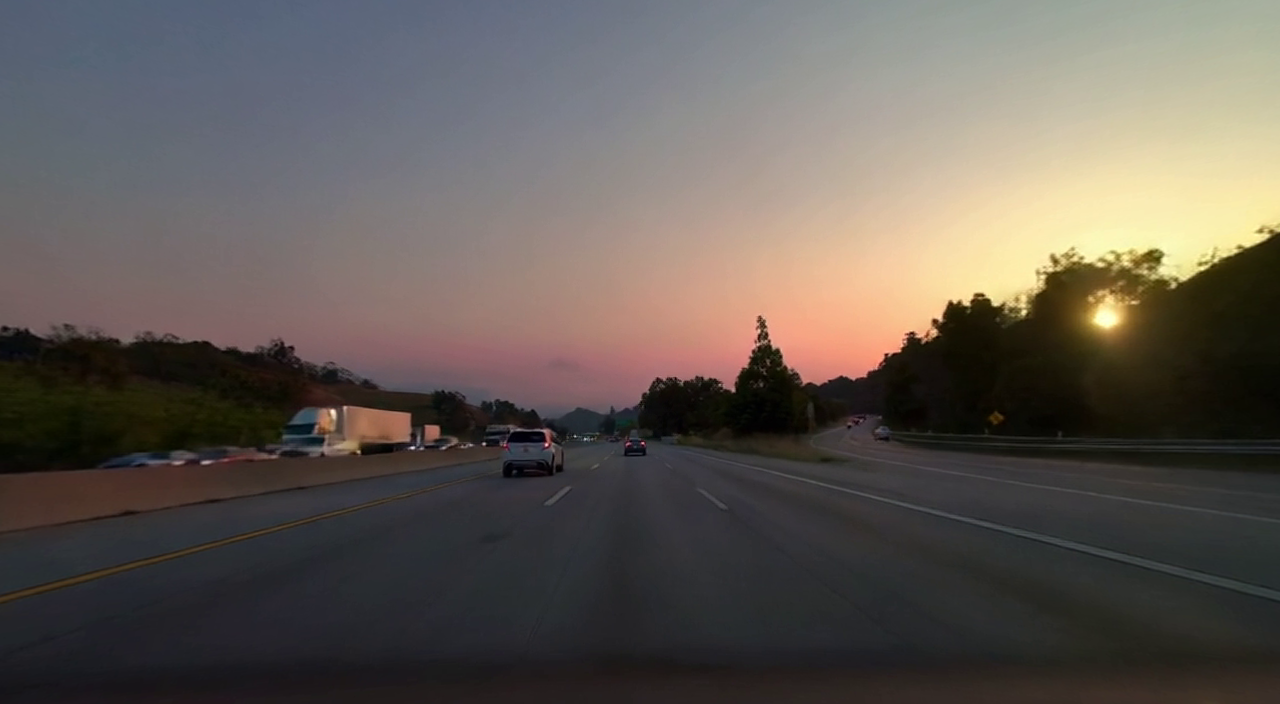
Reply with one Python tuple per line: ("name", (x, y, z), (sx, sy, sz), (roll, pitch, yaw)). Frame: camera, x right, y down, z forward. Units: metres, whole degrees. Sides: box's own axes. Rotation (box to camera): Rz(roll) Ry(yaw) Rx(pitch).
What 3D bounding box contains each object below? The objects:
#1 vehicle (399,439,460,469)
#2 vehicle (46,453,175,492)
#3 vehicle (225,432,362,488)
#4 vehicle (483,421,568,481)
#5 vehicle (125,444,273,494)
("vehicle", (-11.495, 5.575, 34.564), (1.888, 1.538, 4.057), (0, -8, 1))
("vehicle", (-23.330, 5.289, 27.939), (1.978, 1.503, 4.234), (-1, -8, 1))
("vehicle", (-11.374, 3.554, 21.113), (1.985, 1.646, 4.612), (0, -8, 0))
("vehicle", (-3.924, 3.478, 22.453), (2.115, 1.887, 4.721), (0, -8, 0))
("vehicle", (-15.613, 4.127, 22.644), (2.020, 1.514, 4.549), (0, -8, 0))
